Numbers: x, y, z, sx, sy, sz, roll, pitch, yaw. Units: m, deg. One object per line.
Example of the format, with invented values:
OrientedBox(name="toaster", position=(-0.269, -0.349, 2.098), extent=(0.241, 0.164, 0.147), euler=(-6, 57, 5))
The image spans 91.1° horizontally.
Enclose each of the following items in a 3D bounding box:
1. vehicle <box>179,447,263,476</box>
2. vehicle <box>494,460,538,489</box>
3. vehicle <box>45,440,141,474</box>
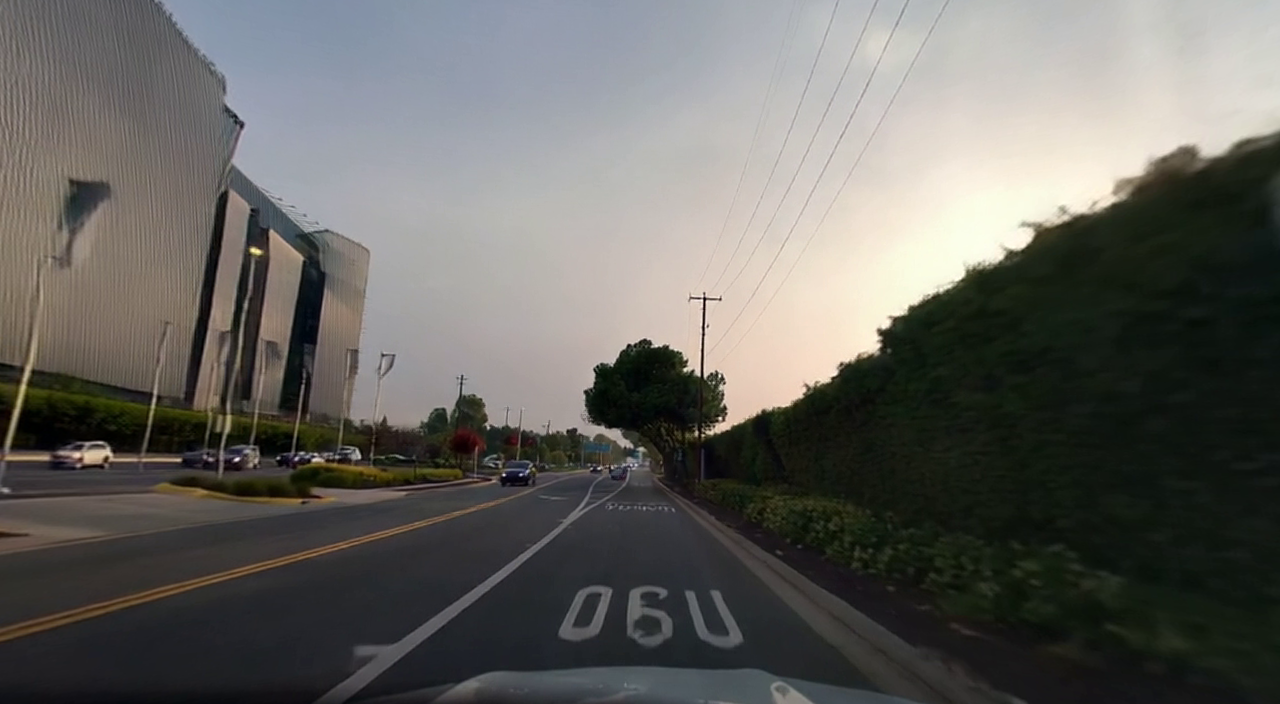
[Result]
OrientedBox(name="vehicle", position=(-26.350, 6.873, 39.521), extent=(4.630, 1.710, 2.035), euler=(-4, -11, 23))
OrientedBox(name="vehicle", position=(-7.191, 7.155, 36.779), extent=(1.922, 1.540, 3.771), euler=(1, -11, -2))
OrientedBox(name="vehicle", position=(-28.631, 5.523, 32.898), extent=(3.973, 1.647, 1.896), euler=(-3, -11, 19))
